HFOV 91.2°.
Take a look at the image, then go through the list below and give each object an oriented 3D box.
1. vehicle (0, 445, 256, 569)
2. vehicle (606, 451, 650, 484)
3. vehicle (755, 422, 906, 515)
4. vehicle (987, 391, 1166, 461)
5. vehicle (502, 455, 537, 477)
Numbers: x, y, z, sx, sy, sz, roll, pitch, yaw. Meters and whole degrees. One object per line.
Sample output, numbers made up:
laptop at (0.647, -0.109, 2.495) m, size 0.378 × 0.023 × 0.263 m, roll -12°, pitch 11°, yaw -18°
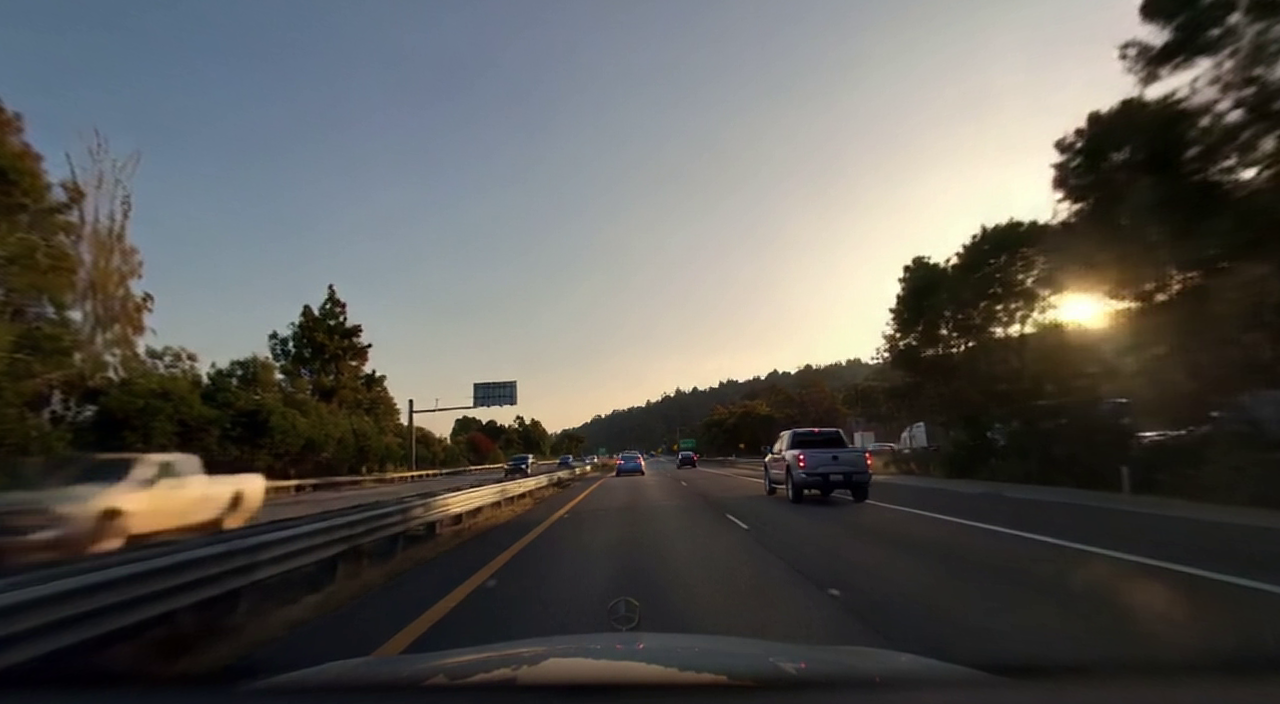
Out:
vehicle at (-9.440, 2.605, 11.388) m, size 1.992 × 1.759 × 4.557 m, roll 0°, pitch -9°, yaw 0°
vehicle at (-0.548, 5.563, 30.553) m, size 2.029 × 1.483 × 3.769 m, roll 0°, pitch -9°, yaw 0°
vehicle at (4.526, 2.869, 15.860) m, size 2.261 × 1.952 × 4.784 m, roll 0°, pitch -9°, yaw 0°
vehicle at (28.571, 5.291, 42.466) m, size 2.909 × 3.998 × 13.523 m, roll -1°, pitch -9°, yaw 3°
vehicle at (-9.475, 8.942, 49.488) m, size 1.877 × 1.597 × 4.092 m, roll -1°, pitch -9°, yaw 2°
